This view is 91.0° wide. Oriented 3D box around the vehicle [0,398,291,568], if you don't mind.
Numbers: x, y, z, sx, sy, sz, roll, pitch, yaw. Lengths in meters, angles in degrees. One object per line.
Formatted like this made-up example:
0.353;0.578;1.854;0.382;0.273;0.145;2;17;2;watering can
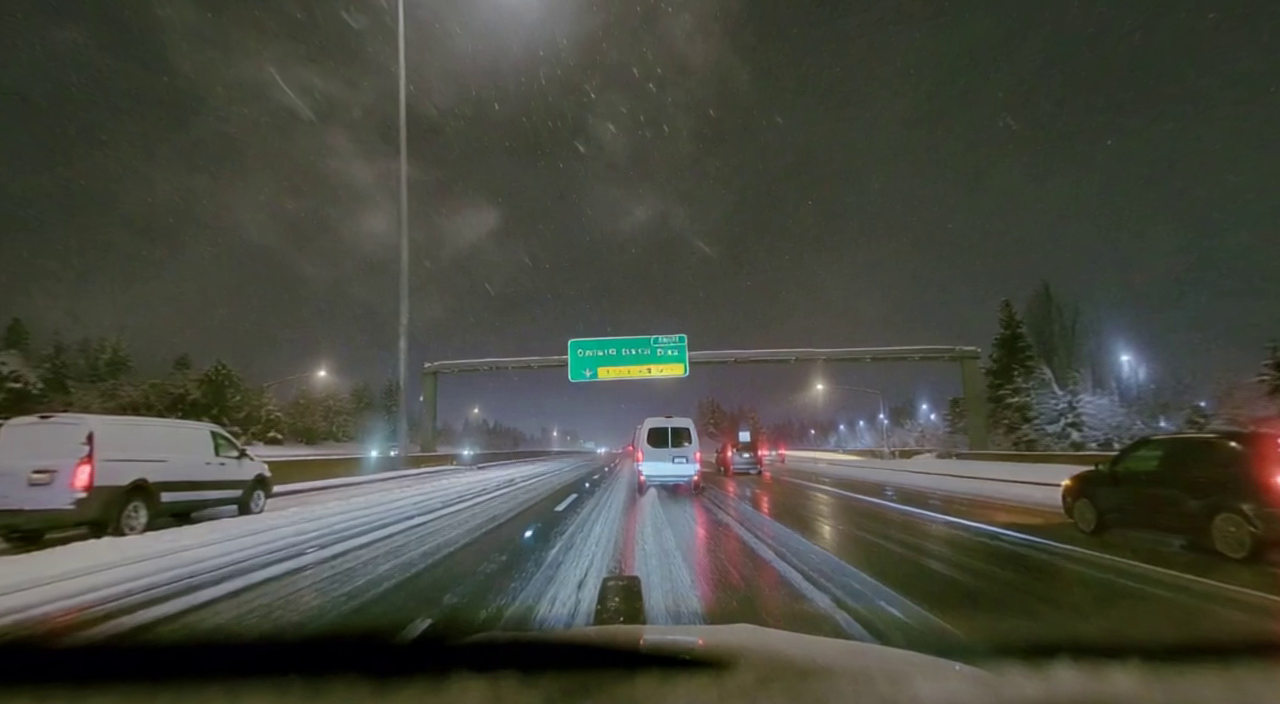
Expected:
-7.587;1.735;9.147;2.192;1.776;4.957;0;-8;0;vehicle

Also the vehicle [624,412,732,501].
0.837;2.803;17.114;2.509;2.062;4.639;0;-8;-2;vehicle

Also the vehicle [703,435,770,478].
4.081;4.516;27.434;2.146;1.678;4.489;0;-8;-1;vehicle

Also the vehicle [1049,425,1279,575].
7.503;1.694;7.667;2.016;1.507;4.474;0;-8;0;vehicle
